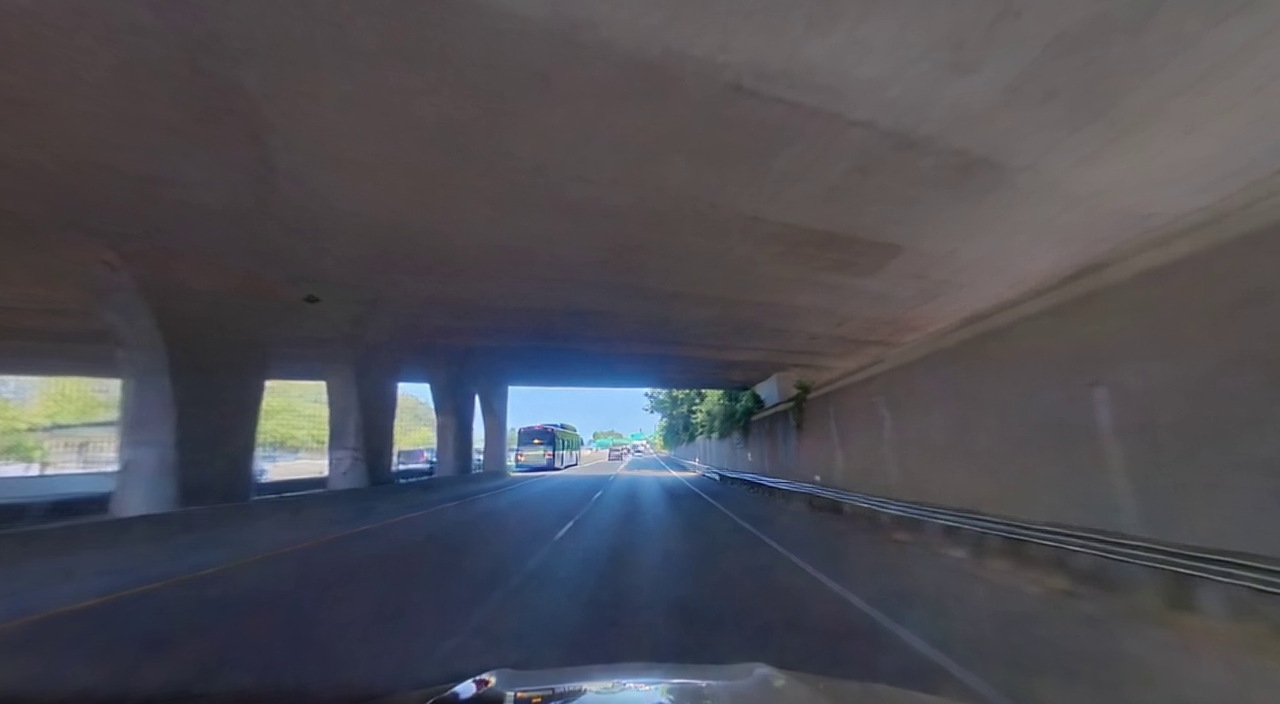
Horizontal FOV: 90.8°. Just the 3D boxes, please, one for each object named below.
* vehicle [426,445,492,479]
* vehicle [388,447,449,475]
[{"bbox_3d":[-9.320,5.678,32.897,1.979,1.600,4.516,0,-8,1],"label":"vehicle"},{"bbox_3d":[-13.745,6.779,39.482,2.059,1.615,4.688,0,-8,1],"label":"vehicle"}]
